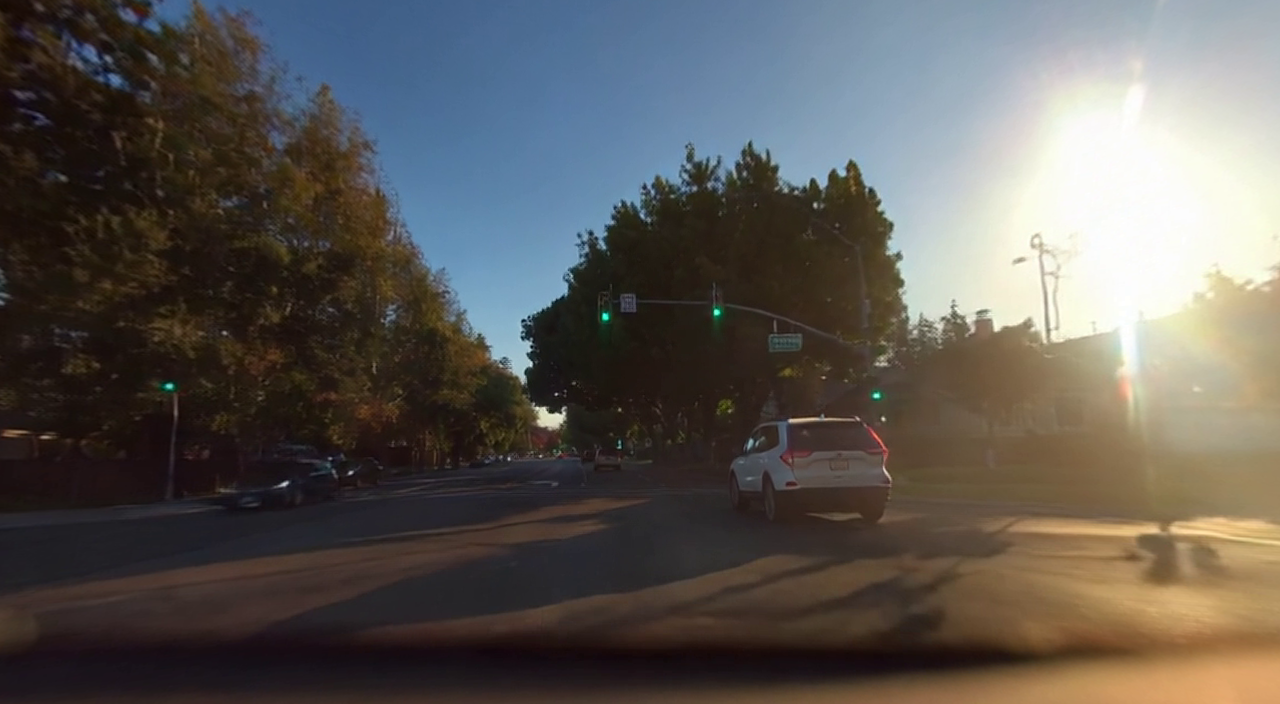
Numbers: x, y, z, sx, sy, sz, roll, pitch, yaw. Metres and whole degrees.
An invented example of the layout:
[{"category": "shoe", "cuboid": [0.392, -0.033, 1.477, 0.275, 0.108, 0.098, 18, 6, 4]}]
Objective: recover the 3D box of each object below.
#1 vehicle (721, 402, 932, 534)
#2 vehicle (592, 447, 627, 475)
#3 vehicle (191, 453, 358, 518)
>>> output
[{"category": "vehicle", "cuboid": [3.315, 2.231, 12.827, 2.338, 2.063, 5.592, 0, -8, -3]}, {"category": "vehicle", "cuboid": [-2.106, 7.212, 42.116, 2.138, 1.729, 4.178, 0, -8, -5]}, {"category": "vehicle", "cuboid": [-10.031, 3.658, 17.846, 2.035, 1.475, 4.639, 0, -8, -1]}]
